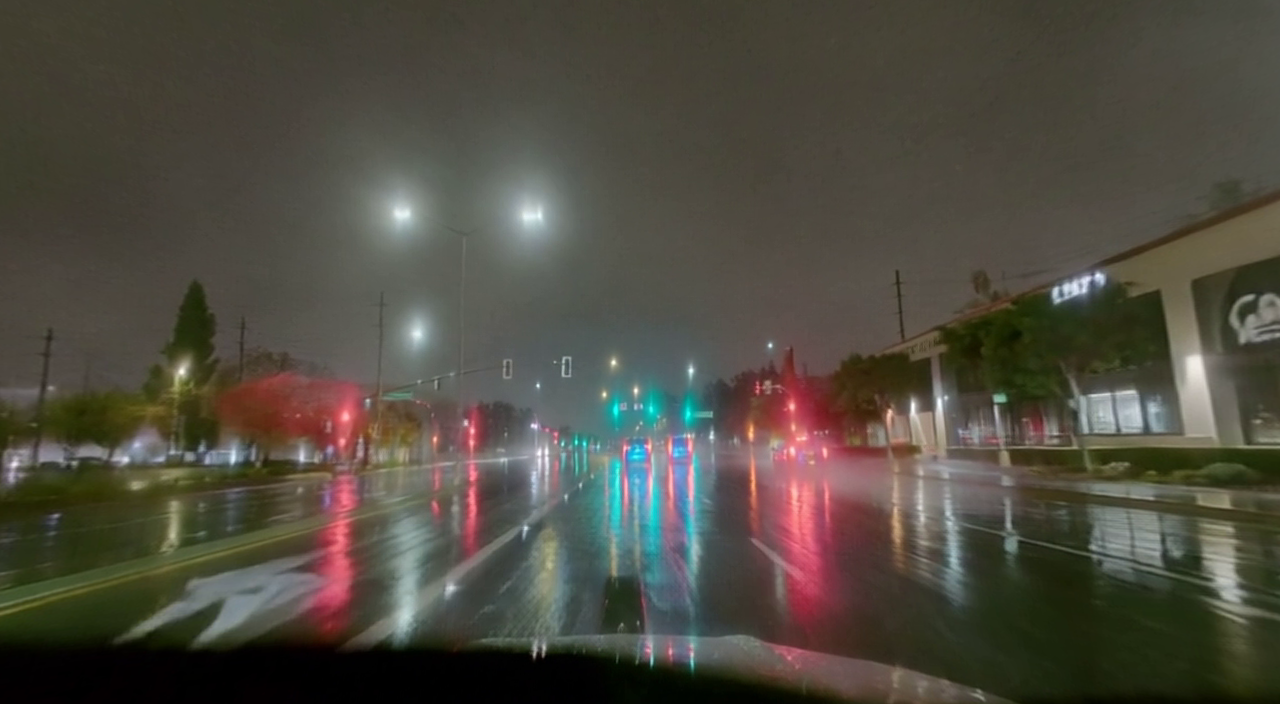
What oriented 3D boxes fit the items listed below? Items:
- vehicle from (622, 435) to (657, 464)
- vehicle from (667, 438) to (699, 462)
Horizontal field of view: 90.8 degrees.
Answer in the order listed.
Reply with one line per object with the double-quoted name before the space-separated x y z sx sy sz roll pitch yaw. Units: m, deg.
"vehicle" -0.096 7.084 46.123 2.413 1.939 4.716 0 -8 -2
"vehicle" 3.317 7.631 49.298 2.107 1.736 4.228 0 -8 -2
